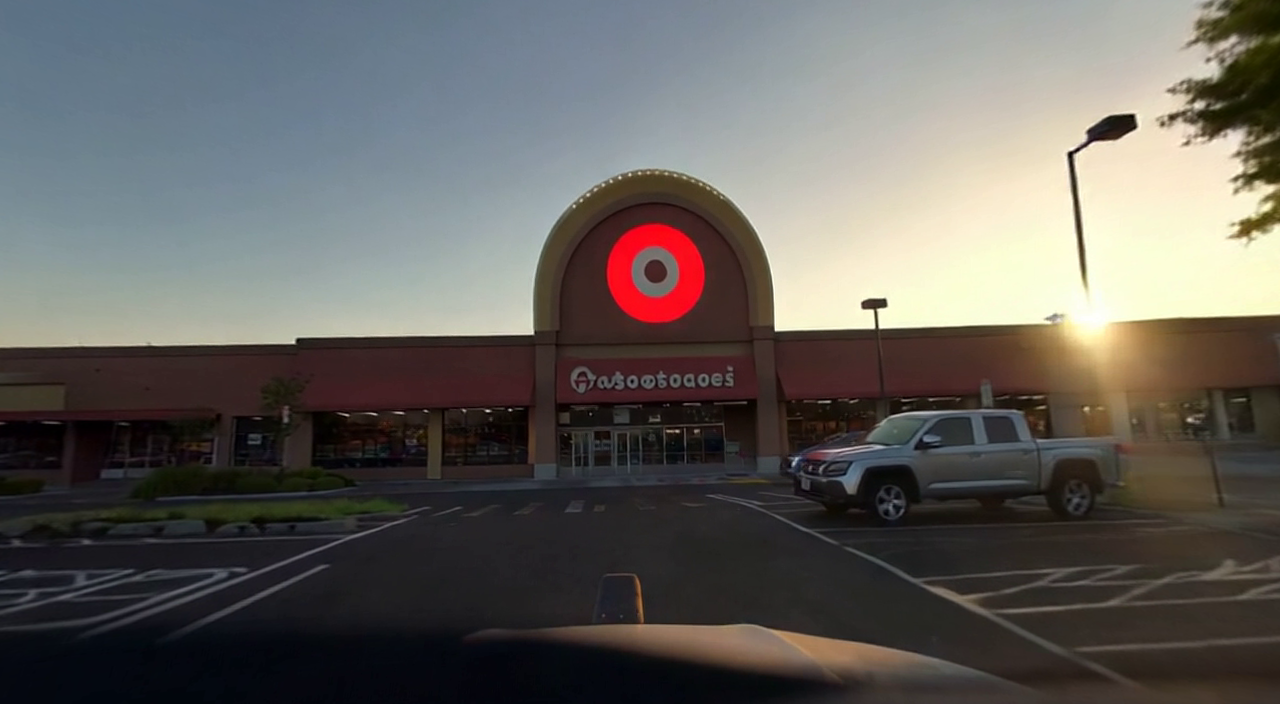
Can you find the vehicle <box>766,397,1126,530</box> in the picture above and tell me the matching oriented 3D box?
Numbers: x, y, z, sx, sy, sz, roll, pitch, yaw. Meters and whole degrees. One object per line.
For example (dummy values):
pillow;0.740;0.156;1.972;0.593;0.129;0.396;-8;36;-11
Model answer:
vehicle;4.909;1.815;10.742;4.864;1.916;2.413;0;-8;-7
